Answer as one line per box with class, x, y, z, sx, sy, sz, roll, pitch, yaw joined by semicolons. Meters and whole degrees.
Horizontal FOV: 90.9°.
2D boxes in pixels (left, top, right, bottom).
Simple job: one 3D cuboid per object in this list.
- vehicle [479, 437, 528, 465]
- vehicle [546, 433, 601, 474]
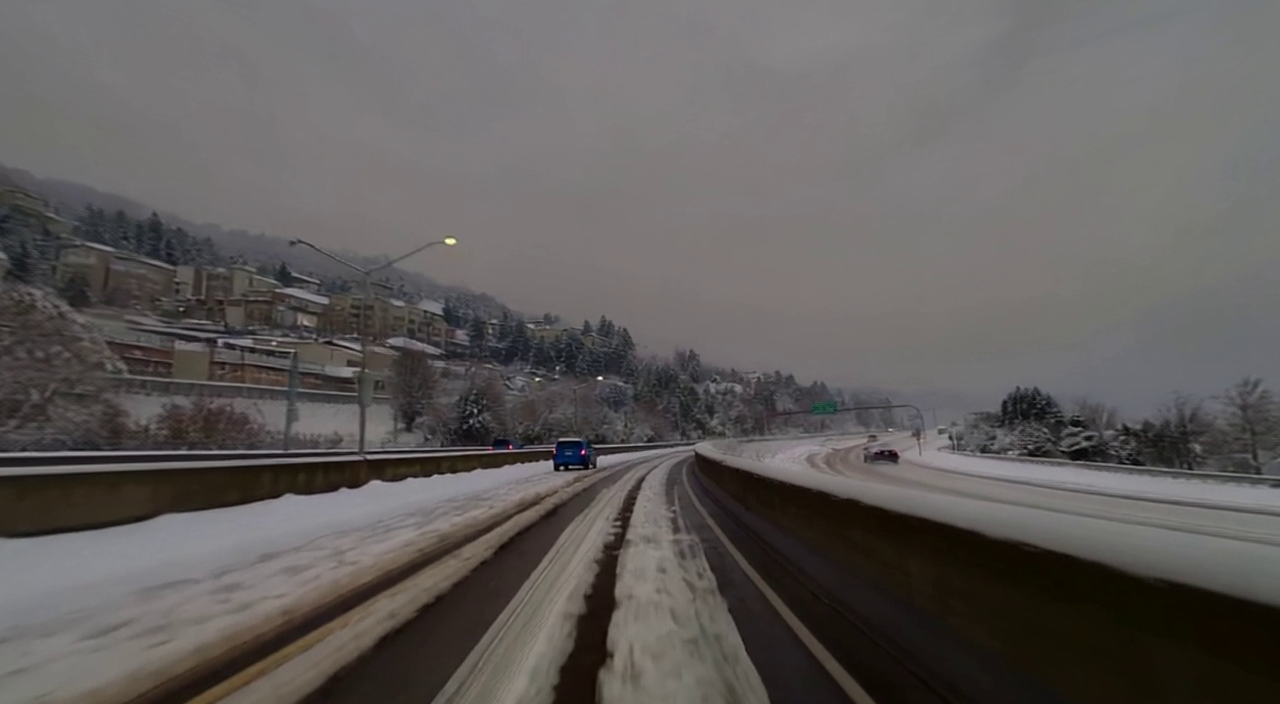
vehicle;-9.152;6.652;42.623;2.039;1.746;4.528;-1;-8;4
vehicle;-3.077;4.821;30.134;2.028;1.782;4.150;-1;-8;3
